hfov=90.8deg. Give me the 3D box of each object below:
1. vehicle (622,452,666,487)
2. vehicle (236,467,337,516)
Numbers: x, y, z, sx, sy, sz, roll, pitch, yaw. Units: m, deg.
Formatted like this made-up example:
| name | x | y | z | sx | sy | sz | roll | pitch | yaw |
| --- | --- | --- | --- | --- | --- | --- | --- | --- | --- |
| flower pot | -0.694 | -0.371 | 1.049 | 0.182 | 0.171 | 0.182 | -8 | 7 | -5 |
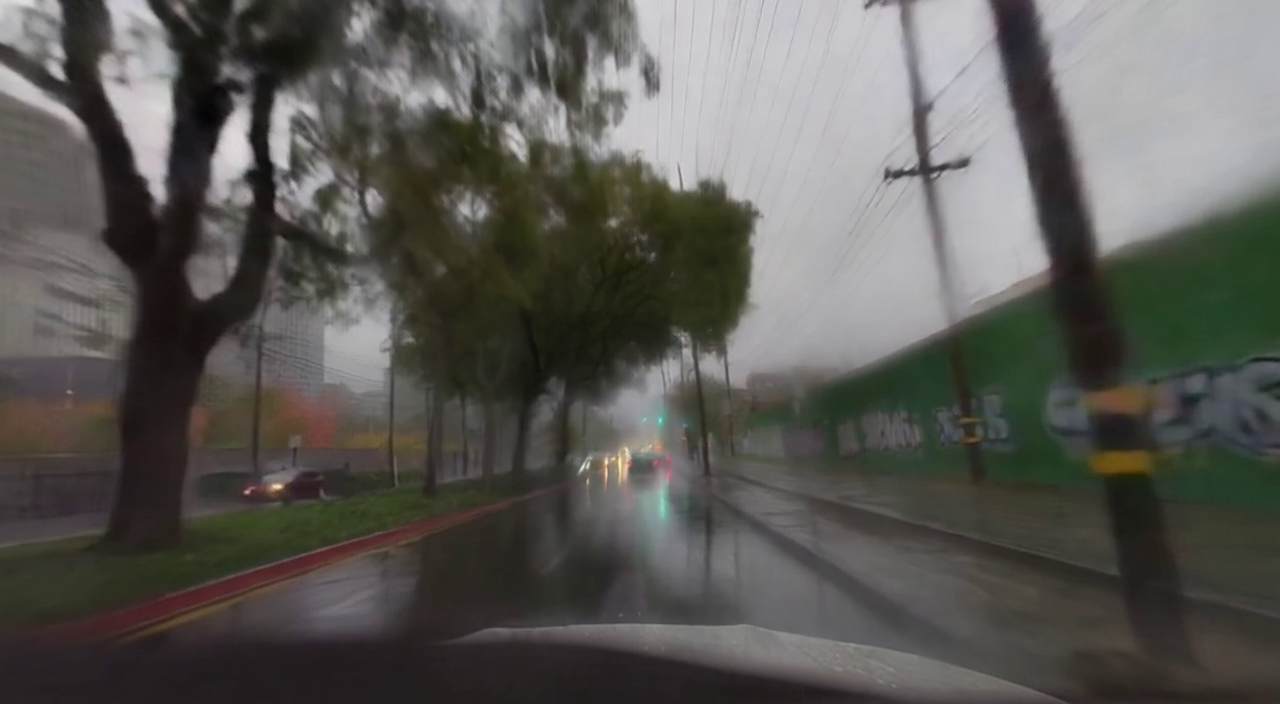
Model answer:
| name | x | y | z | sx | sy | sz | roll | pitch | yaw |
| --- | --- | --- | --- | --- | --- | --- | --- | --- | --- |
| vehicle | 0.236 | 5.998 | 32.545 | 2.105 | 1.611 | 3.750 | -1 | -9 | 1 |
| vehicle | -15.763 | 6.194 | 28.492 | 1.952 | 1.698 | 4.493 | -5 | -9 | 1 |
